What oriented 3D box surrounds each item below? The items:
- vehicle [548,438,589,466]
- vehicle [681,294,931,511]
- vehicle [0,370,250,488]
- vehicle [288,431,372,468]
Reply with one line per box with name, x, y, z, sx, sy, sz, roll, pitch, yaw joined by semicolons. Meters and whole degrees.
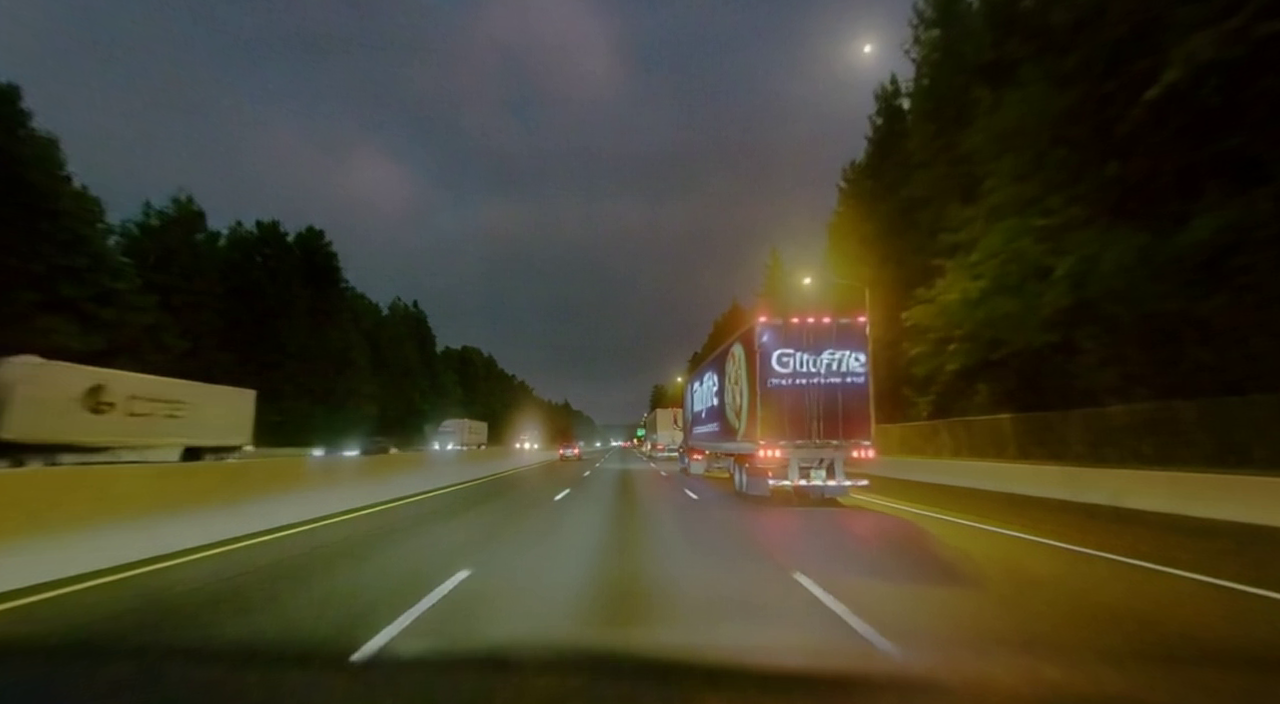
vehicle;-4.500;6.313;39.997;2.206;1.644;4.027;0;-8;-1
vehicle;3.475;1.861;18.437;3.116;3.992;13.748;0;-8;-2
vehicle;-20.386;3.017;23.697;2.782;3.431;14.254;0;-8;-2
vehicle;-13.582;4.297;27.839;1.813;1.506;3.845;0;-8;-1
